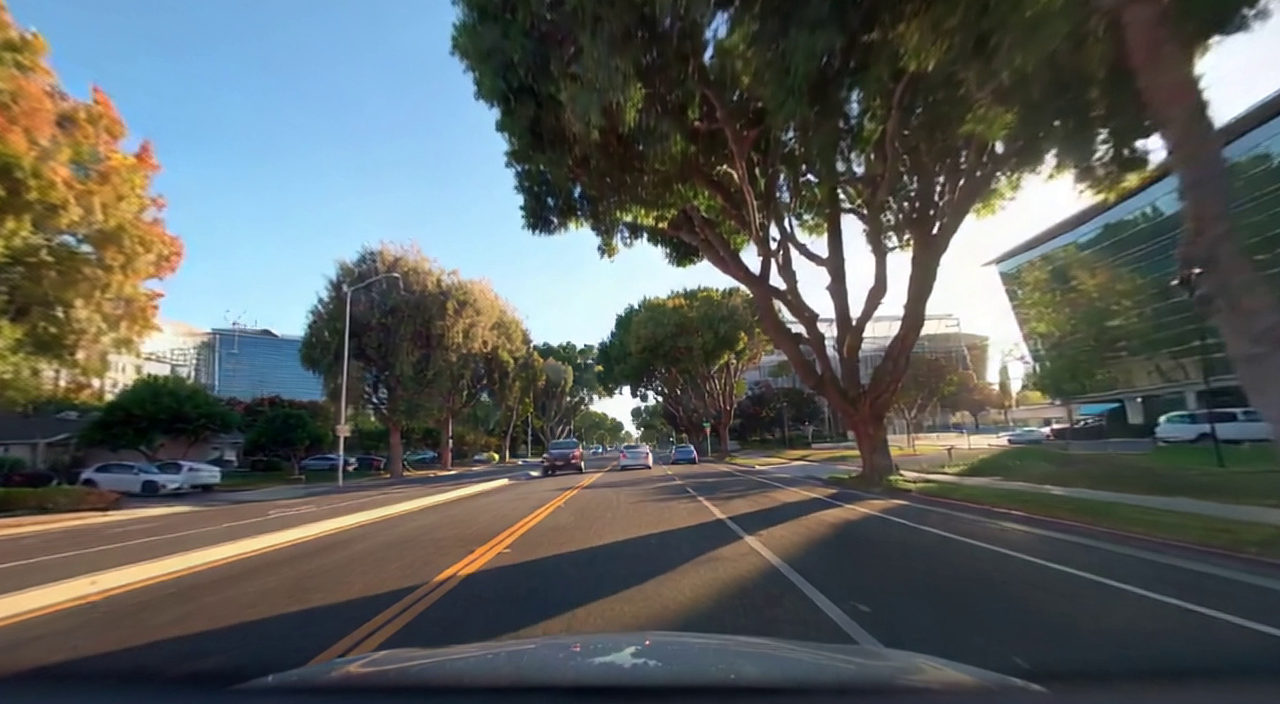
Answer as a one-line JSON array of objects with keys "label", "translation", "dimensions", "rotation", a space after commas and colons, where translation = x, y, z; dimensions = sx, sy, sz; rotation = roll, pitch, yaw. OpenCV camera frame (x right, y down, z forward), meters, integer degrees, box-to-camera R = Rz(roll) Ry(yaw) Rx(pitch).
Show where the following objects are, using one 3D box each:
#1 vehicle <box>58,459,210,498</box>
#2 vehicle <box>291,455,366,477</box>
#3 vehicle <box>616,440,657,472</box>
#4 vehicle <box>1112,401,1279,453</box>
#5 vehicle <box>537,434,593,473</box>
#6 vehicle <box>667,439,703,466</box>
[{"label": "vehicle", "translation": [-21.177, 5.294, 26.561], "dimensions": [4.568, 1.497, 1.902], "rotation": [1, -9, -7]}, {"label": "vehicle", "translation": [-22.084, 8.096, 44.862], "dimensions": [4.243, 1.478, 2.035], "rotation": [1, -9, -5]}, {"label": "vehicle", "translation": [-0.178, 5.584, 33.978], "dimensions": [2.109, 1.612, 3.963], "rotation": [0, -9, 0]}, {"label": "vehicle", "translation": [20.739, 2.791, 23.344], "dimensions": [4.632, 1.582, 2.071], "rotation": [-4, -8, 4]}, {"label": "vehicle", "translation": [-3.984, 5.522, 34.394], "dimensions": [2.301, 1.946, 5.199], "rotation": [0, -9, 1]}, {"label": "vehicle", "translation": [3.176, 7.201, 45.284], "dimensions": [2.189, 1.766, 4.495], "rotation": [0, -9, 0]}]
